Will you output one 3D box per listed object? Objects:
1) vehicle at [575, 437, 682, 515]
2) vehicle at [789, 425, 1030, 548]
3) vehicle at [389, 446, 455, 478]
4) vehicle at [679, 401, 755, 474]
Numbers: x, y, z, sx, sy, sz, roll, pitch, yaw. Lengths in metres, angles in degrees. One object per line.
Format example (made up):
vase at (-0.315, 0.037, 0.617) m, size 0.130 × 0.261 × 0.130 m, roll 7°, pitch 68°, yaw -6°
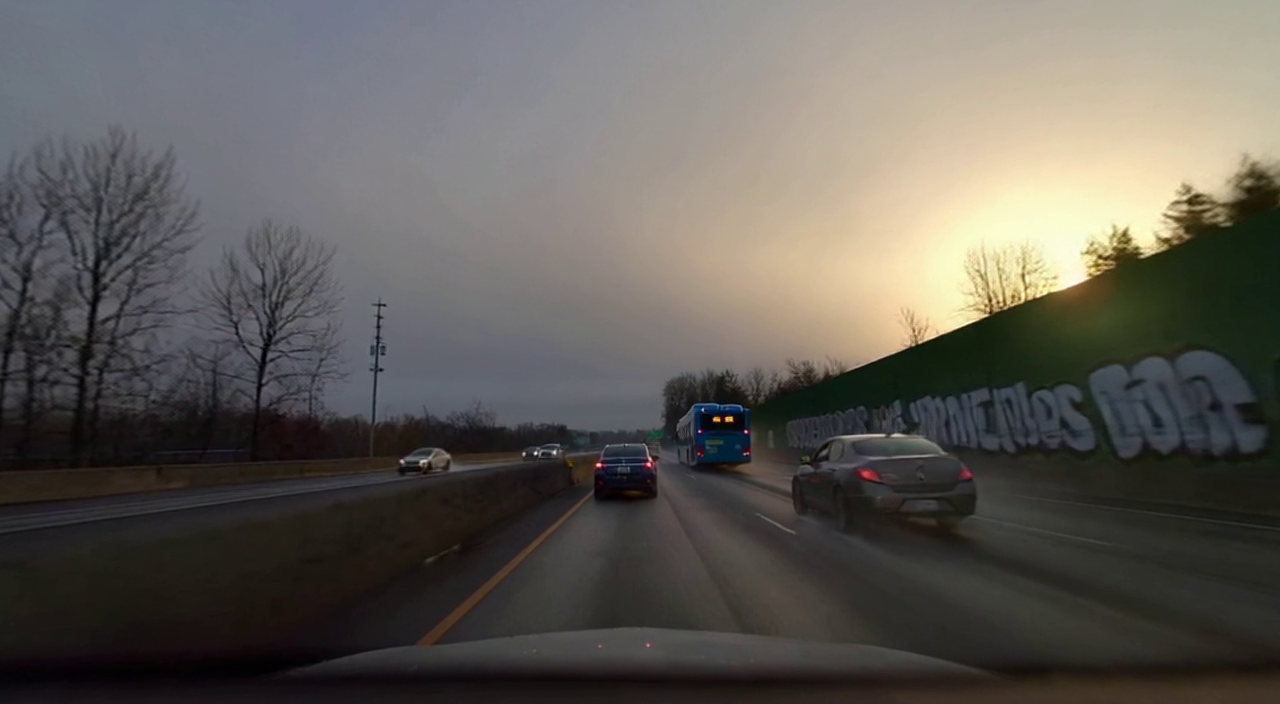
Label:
vehicle at (-0.240, 2.846, 14.814) m, size 2.160 × 1.532 × 4.073 m, roll -1°, pitch -9°, yaw 0°
vehicle at (3.859, 2.002, 9.883) m, size 1.995 × 1.507 × 3.915 m, roll 0°, pitch -9°, yaw -1°
vehicle at (-12.556, 6.360, 36.419) m, size 2.090 × 1.680 × 4.456 m, roll -1°, pitch -9°, yaw 2°
vehicle at (4.107, 5.102, 36.504) m, size 3.055 × 3.479 × 12.521 m, roll -1°, pitch -9°, yaw 1°
